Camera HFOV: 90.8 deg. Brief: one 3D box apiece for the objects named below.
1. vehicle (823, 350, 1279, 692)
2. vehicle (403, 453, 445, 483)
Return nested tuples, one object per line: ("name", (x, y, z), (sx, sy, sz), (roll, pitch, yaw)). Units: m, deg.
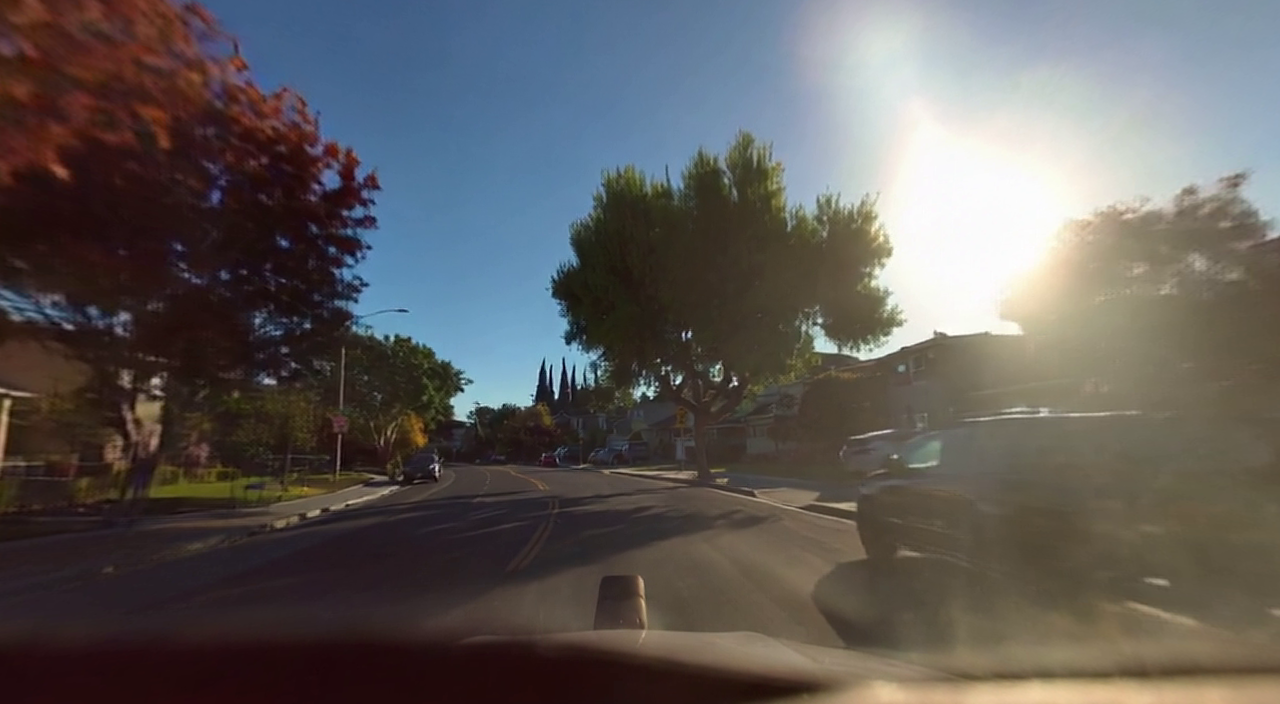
("vehicle", (3.704, 1.313, 6.119), (2.214, 1.962, 4.733), (0, -9, -3))
("vehicle", (-11.850, 6.346, 34.828), (1.902, 1.434, 4.313), (2, -9, -15))
